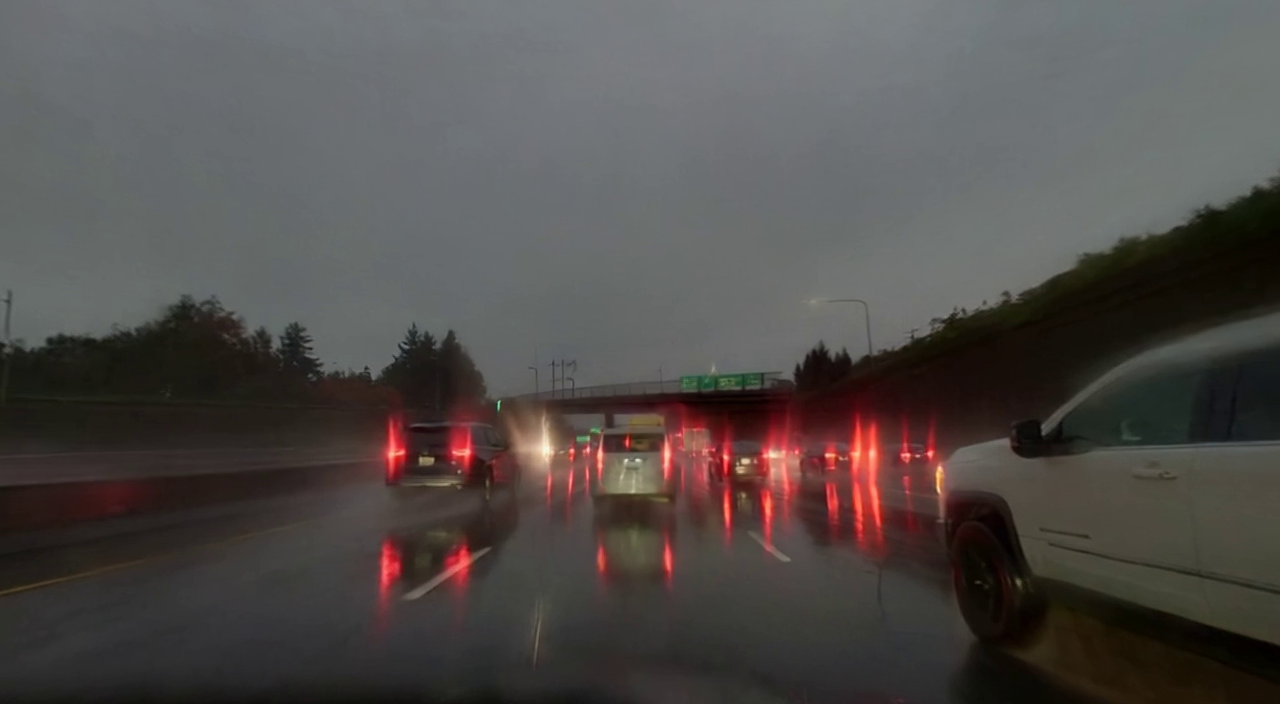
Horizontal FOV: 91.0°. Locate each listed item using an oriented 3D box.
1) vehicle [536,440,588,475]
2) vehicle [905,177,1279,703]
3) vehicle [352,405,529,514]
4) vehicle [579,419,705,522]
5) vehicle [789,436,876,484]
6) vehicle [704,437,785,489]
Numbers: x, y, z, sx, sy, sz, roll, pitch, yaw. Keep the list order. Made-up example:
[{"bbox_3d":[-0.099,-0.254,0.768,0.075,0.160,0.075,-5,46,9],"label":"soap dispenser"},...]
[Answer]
[{"bbox_3d":[-3.961,5.451,32.770,1.982,1.655,4.604,0,-9,1],"label":"vehicle"},{"bbox_3d":[3.474,0.577,2.768,2.300,2.242,5.327,0,-9,0],"label":"vehicle"},{"bbox_3d":[-4.453,2.563,15.440,2.212,2.101,6.052,0,-9,1],"label":"vehicle"},{"bbox_3d":[0.053,2.381,13.104,2.181,1.756,4.167,0,-9,0],"label":"vehicle"},{"bbox_3d":[7.675,4.354,25.685,2.054,1.769,4.693,0,-9,0],"label":"vehicle"},{"bbox_3d":[3.543,3.852,22.222,2.022,1.633,4.651,1,-9,-1],"label":"vehicle"}]
